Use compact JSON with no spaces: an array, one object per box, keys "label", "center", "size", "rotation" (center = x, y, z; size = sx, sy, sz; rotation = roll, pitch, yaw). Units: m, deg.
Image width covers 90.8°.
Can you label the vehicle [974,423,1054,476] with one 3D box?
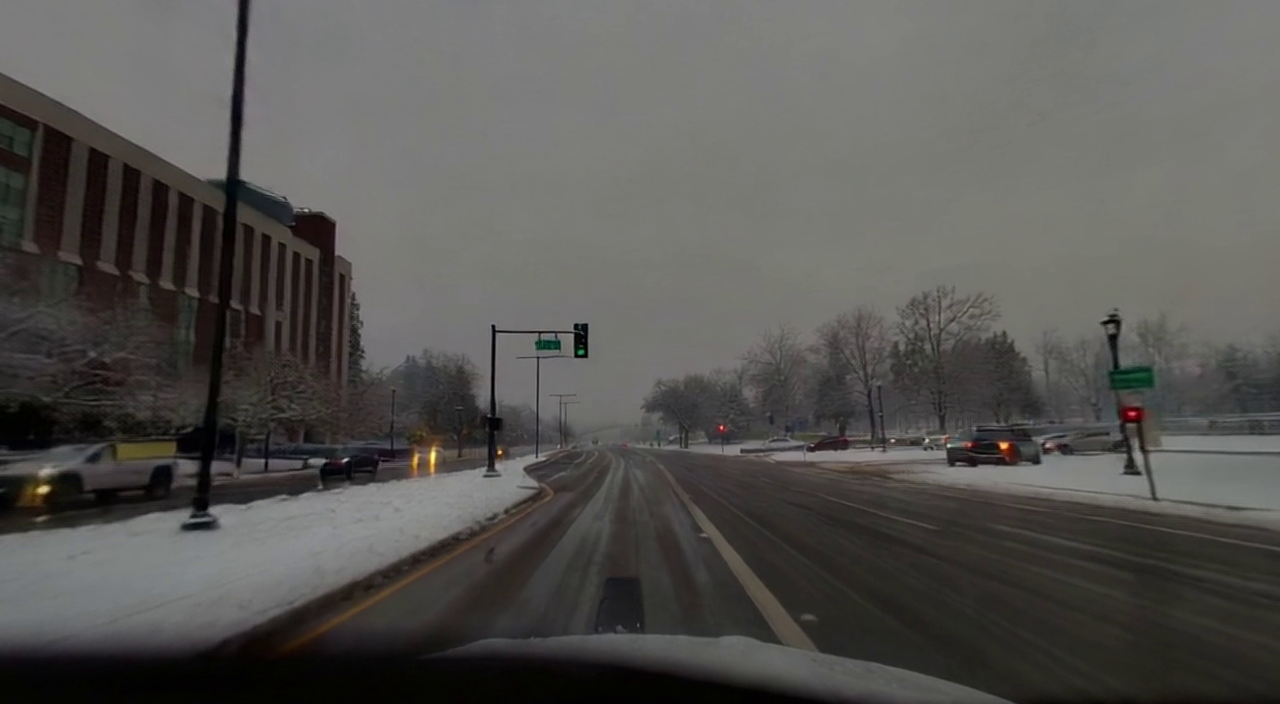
[{"label":"vehicle","center":[17.128,4.427,29.071],"size":[1.686,2.284,3.164],"rotation":[0,-7,1]}]

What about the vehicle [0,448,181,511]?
[{"label":"vehicle","center":[-18.613,4.114,20.966],"size":[2.575,1.738,5.473],"rotation":[-2,-8,1]}]

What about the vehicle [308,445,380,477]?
[{"label":"vehicle","center":[-18.267,6.706,39.256],"size":[2.041,1.826,4.878],"rotation":[-1,-8,0]}]

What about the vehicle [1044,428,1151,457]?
[{"label":"vehicle","center":[31.563,6.232,43.696],"size":[5.509,1.904,2.614],"rotation":[1,-8,-6]}]
